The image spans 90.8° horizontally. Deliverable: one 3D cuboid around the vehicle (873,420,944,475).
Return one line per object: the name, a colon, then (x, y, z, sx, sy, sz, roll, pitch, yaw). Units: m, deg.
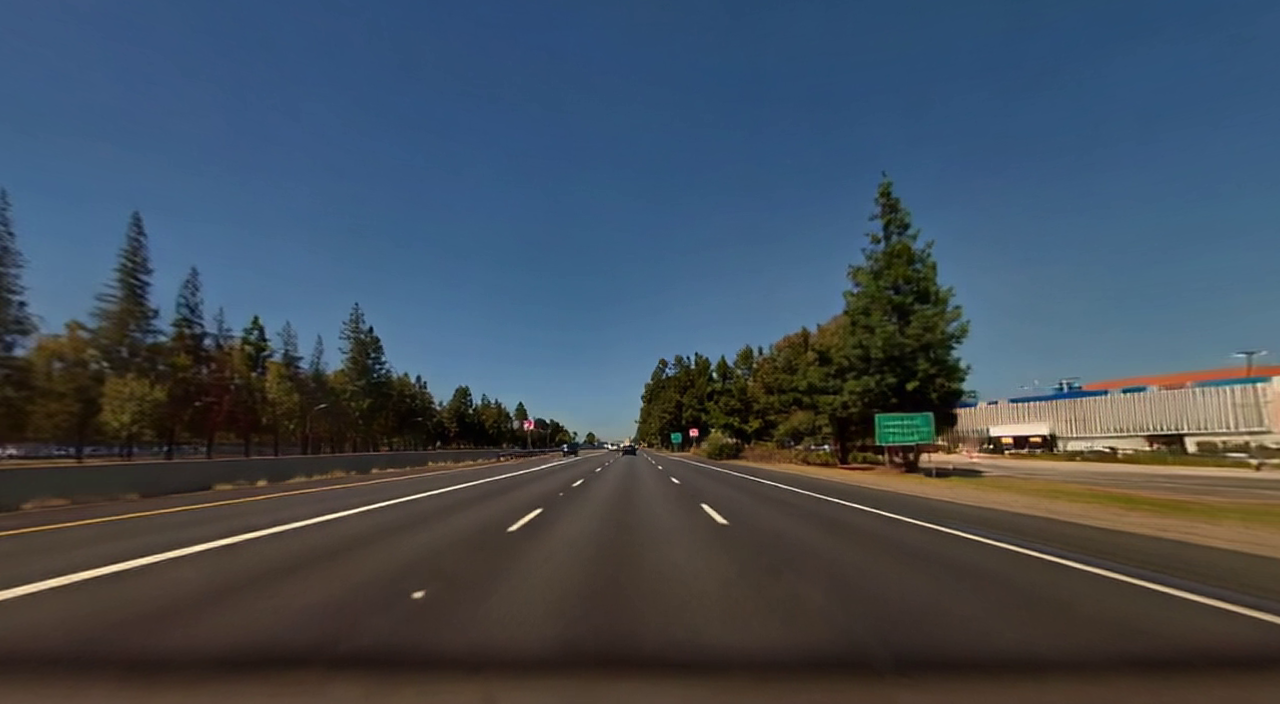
vehicle: (14.682, 5.208, 34.694, 2.312, 2.875, 2.697, 1, -8, -13)
